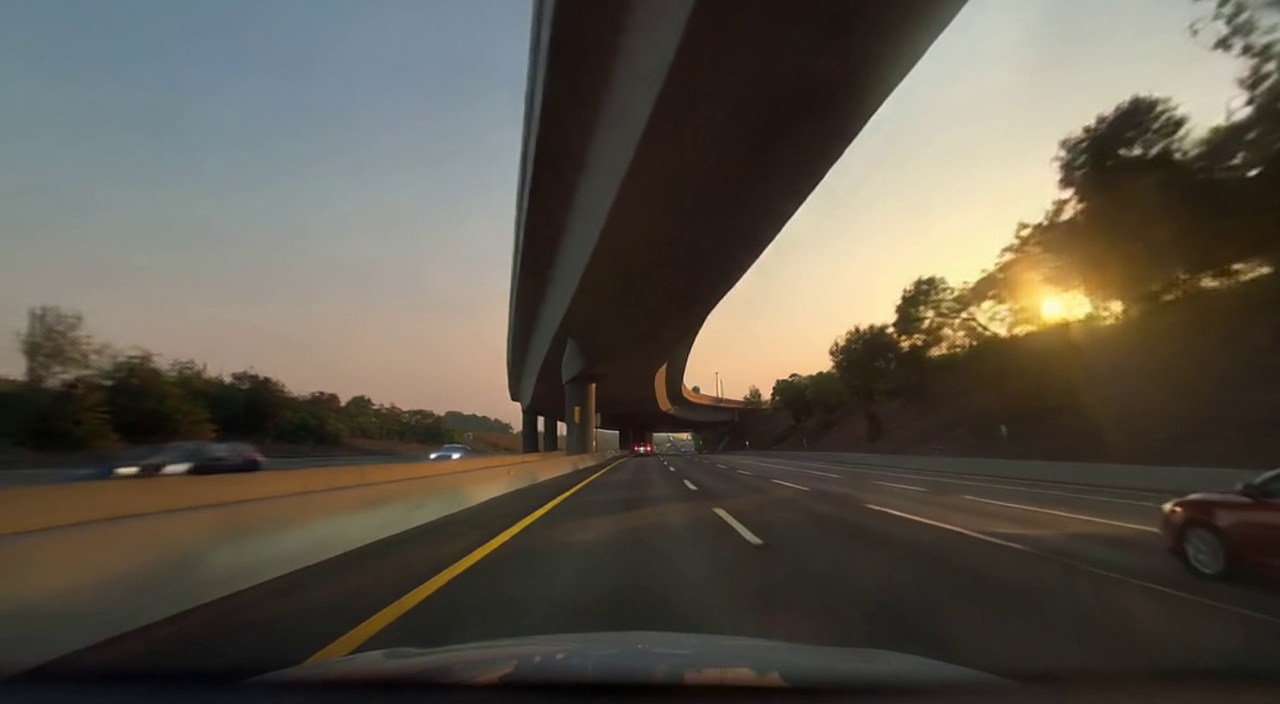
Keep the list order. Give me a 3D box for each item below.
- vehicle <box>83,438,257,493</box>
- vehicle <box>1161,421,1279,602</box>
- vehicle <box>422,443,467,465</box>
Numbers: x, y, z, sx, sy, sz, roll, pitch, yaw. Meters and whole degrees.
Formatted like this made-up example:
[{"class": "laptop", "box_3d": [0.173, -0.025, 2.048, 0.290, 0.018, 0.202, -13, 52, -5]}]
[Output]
[{"class": "vehicle", "box_3d": [-14.843, 3.573, 20.341, 2.080, 1.522, 4.585, 0, -8, 0]}, {"class": "vehicle", "box_3d": [6.472, 1.163, 4.051, 2.093, 1.525, 4.865, 0, -8, 0]}, {"class": "vehicle", "box_3d": [-14.364, 7.511, 46.515, 1.974, 1.539, 4.113, 0, -8, 1]}]
